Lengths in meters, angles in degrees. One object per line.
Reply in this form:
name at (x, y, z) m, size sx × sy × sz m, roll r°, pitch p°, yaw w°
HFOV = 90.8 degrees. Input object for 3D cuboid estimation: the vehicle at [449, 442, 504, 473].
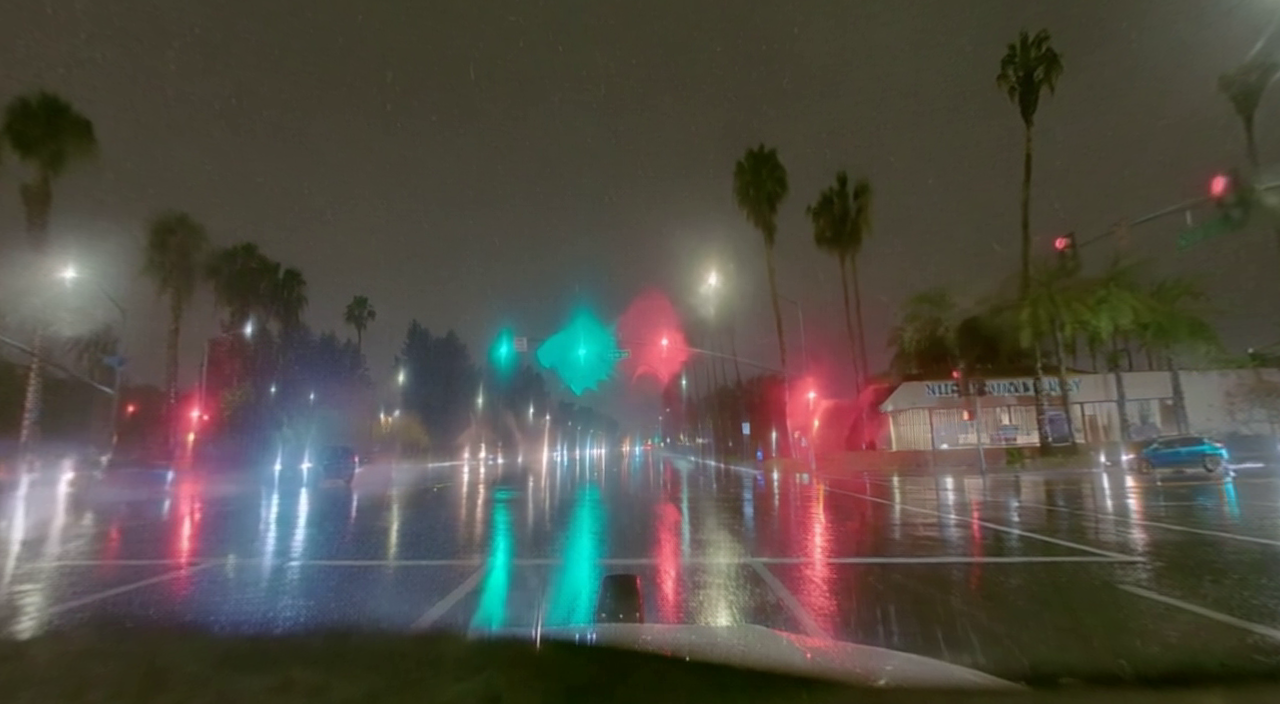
vehicle at (-9.710, 6.302, 37.938) m, size 2.074 × 1.681 × 4.417 m, roll 0°, pitch -9°, yaw 1°

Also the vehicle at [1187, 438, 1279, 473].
vehicle at (27.386, 4.604, 28.208) m, size 4.625 × 1.451 × 1.801 m, roll 1°, pitch -9°, yaw -9°

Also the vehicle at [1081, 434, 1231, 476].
vehicle at (22.223, 4.449, 27.375) m, size 4.533 × 1.676 × 2.236 m, roll 0°, pitch -9°, yaw -1°

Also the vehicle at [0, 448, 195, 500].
vehicle at (-17.630, 3.914, 20.779) m, size 2.221 × 1.449 × 5.092 m, roll 0°, pitch -9°, yaw 1°

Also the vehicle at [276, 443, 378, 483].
vehicle at (-14.044, 4.988, 28.707) m, size 2.074 × 1.671 × 4.755 m, roll 0°, pitch -9°, yaw 2°
